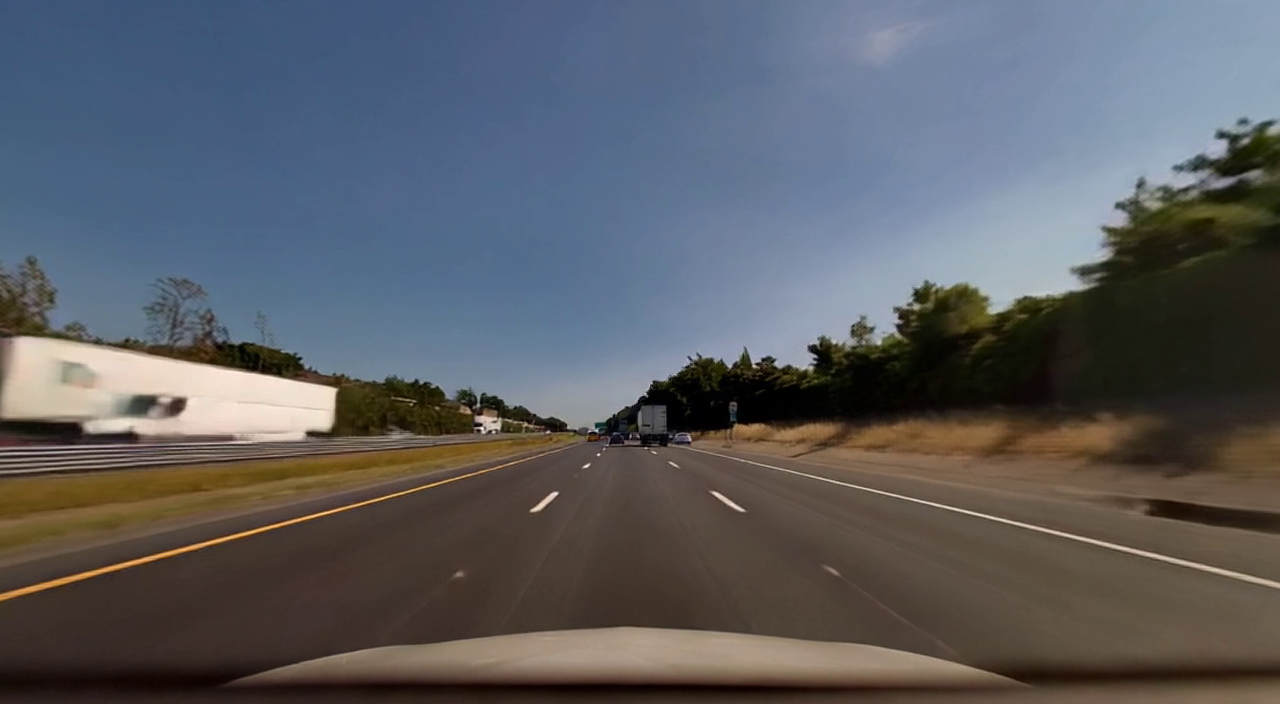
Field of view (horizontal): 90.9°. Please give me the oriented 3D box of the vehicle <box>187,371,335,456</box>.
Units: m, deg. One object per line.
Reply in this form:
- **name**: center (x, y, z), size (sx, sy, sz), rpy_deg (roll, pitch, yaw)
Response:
- **vehicle**: center (-20.049, 3.476, 34.189), size (2.831, 4.025, 8.299), rpy_deg (0, -8, -1)

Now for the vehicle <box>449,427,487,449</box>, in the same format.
- **vehicle**: center (-12.350, 6.242, 45.560), size (1.814, 1.477, 4.133), rpy_deg (1, -8, -4)

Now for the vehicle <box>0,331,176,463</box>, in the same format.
- **vehicle**: center (-19.762, 1.710, 21.666), size (2.988, 3.962, 5.807), rpy_deg (0, -8, -1)
